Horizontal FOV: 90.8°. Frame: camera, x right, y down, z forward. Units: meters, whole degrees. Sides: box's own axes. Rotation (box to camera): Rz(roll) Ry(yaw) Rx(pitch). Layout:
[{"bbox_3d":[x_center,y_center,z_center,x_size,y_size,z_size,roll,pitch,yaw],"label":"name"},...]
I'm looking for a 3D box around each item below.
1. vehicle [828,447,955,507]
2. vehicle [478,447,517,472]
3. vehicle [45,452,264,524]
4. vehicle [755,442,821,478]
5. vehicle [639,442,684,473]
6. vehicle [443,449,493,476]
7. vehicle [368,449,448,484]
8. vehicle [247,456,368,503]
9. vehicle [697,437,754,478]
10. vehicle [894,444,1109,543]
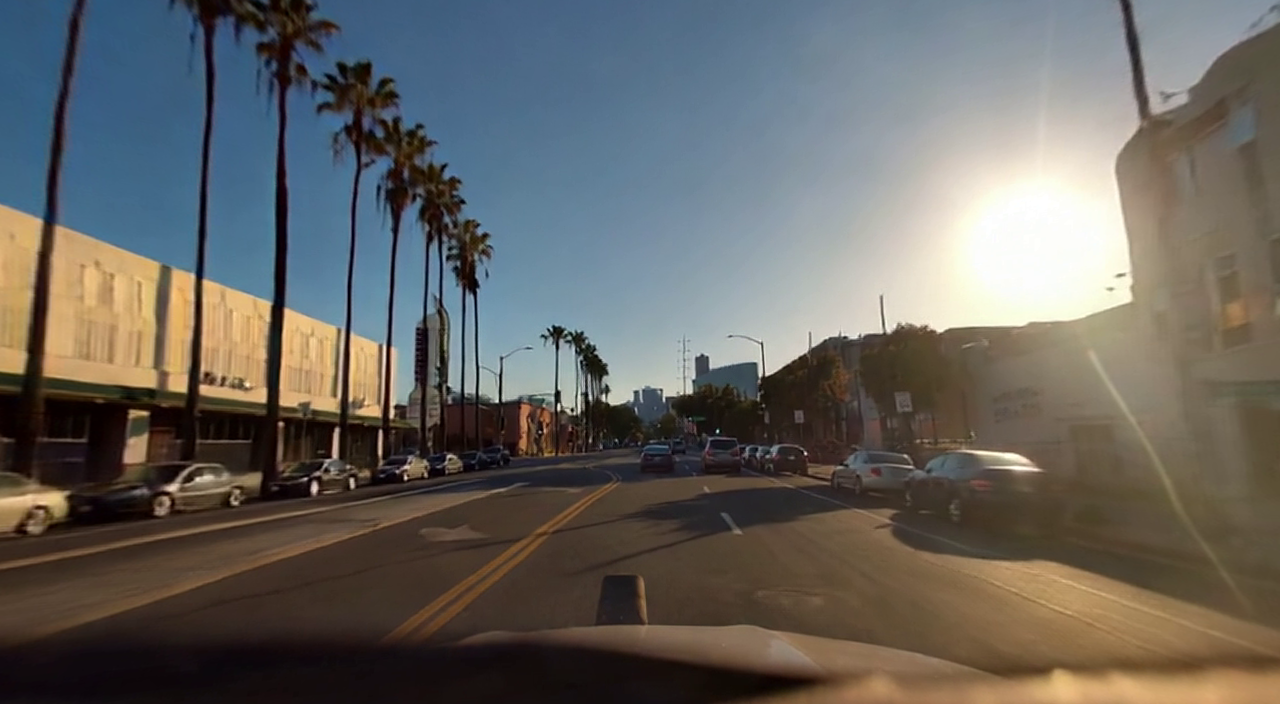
[{"bbox_3d":[7.088,3.524,18.377,1.932,1.464,4.475,0,-8,1],"label":"vehicle"},{"bbox_3d":[-10.853,8.260,48.343,1.949,1.682,4.094,-3,-11,2],"label":"vehicle"},{"bbox_3d":[-12.330,3.542,16.585,1.933,1.502,4.649,-3,-12,2],"label":"vehicle"},{"bbox_3d":[7.398,5.429,32.122,2.174,1.643,4.860,0,-8,0],"label":"vehicle"},{"bbox_3d":[1.066,5.192,31.338,2.088,1.452,3.993,0,-8,2],"label":"vehicle"},{"bbox_3d":[-11.024,7.183,40.847,1.978,1.501,4.355,-3,-11,1],"label":"vehicle"},{"bbox_3d":[-11.465,5.779,31.564,2.188,1.490,4.511,-3,-12,2],"label":"vehicle"},{"bbox_3d":[-12.017,4.600,23.256,1.949,1.470,4.532,0,-8,0],"label":"vehicle"},{"bbox_3d":[3.756,4.701,28.496,2.003,1.702,4.288,0,-8,1],"label":"vehicle"},{"bbox_3d":[6.695,2.597,12.370,1.914,1.560,4.278,-1,-8,4],"label":"vehicle"}]
